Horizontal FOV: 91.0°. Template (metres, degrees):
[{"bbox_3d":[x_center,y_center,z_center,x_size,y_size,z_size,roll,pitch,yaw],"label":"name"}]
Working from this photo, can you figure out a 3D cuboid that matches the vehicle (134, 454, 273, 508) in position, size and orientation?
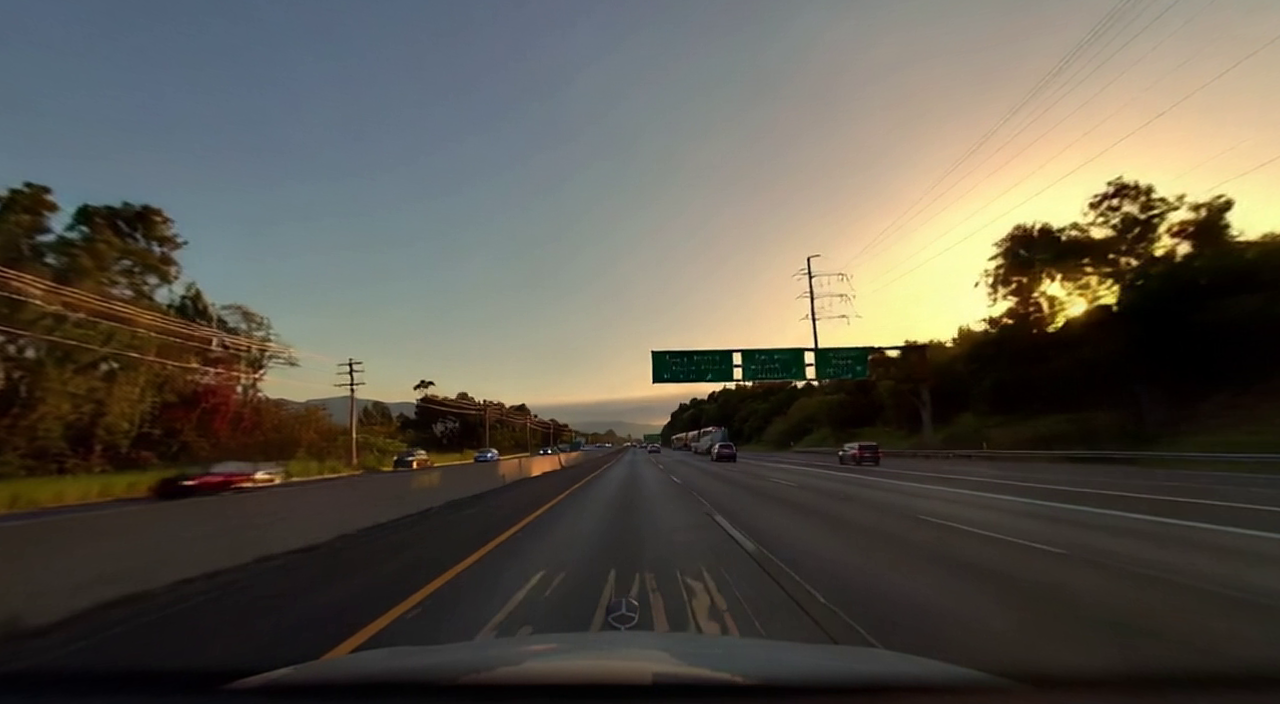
[{"bbox_3d":[-16.429,4.834,24.066,1.971,1.761,4.682,0,-9,-1],"label":"vehicle"}]

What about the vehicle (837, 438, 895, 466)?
[{"bbox_3d":[14.631,6.502,40.979,2.079,1.688,4.544,0,-9,0],"label":"vehicle"}]
